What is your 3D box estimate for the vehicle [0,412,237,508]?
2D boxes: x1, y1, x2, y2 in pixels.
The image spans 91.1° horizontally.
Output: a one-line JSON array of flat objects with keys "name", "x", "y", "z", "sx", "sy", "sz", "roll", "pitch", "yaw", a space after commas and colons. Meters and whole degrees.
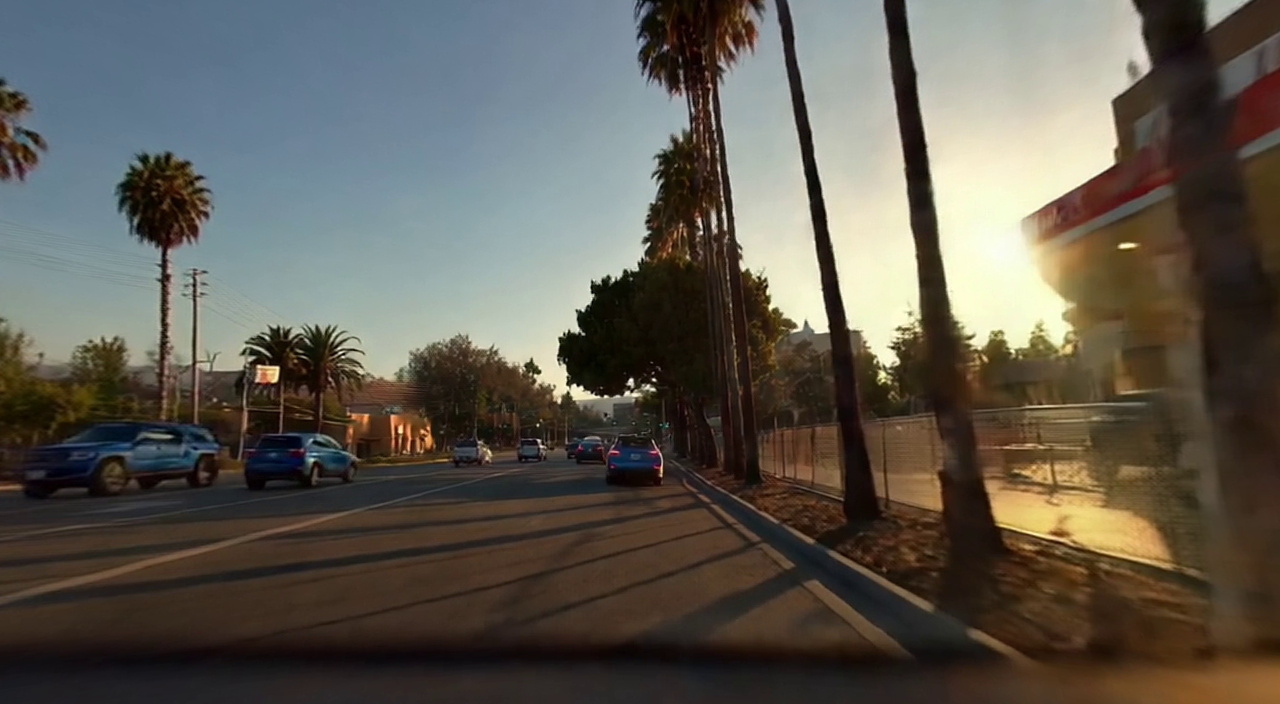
[{"name": "vehicle", "x": -15.404, "y": 3.119, "z": 18.649, "sx": 2.726, "sy": 2.339, "sz": 6.253, "roll": 0, "pitch": -9, "yaw": -1}]

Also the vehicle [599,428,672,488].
[{"name": "vehicle", "x": -0.102, "y": 3.371, "z": 20.201, "sx": 2.121, "sy": 1.710, "sz": 3.893, "roll": 0, "pitch": -9, "yaw": 1}]

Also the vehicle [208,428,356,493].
[{"name": "vehicle", "x": -10.724, "y": 3.267, "z": 19.265, "sx": 1.965, "sy": 1.743, "sz": 4.327, "roll": 0, "pitch": -9, "yaw": 0}]

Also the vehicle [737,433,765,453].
[{"name": "vehicle", "x": 7.979, "y": 6.583, "z": 45.341, "sx": 1.837, "sy": 1.416, "sz": 3.947, "roll": -1, "pitch": -9, "yaw": 9}]

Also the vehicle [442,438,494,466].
[{"name": "vehicle", "x": -11.136, "y": 6.508, "z": 41.055, "sx": 1.998, "sy": 1.731, "sz": 4.952, "roll": 0, "pitch": -9, "yaw": 0}]

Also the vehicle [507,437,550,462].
[{"name": "vehicle", "x": -7.478, "y": 6.574, "z": 42.476, "sx": 2.099, "sy": 1.608, "sz": 4.420, "roll": 0, "pitch": -9, "yaw": 0}]
